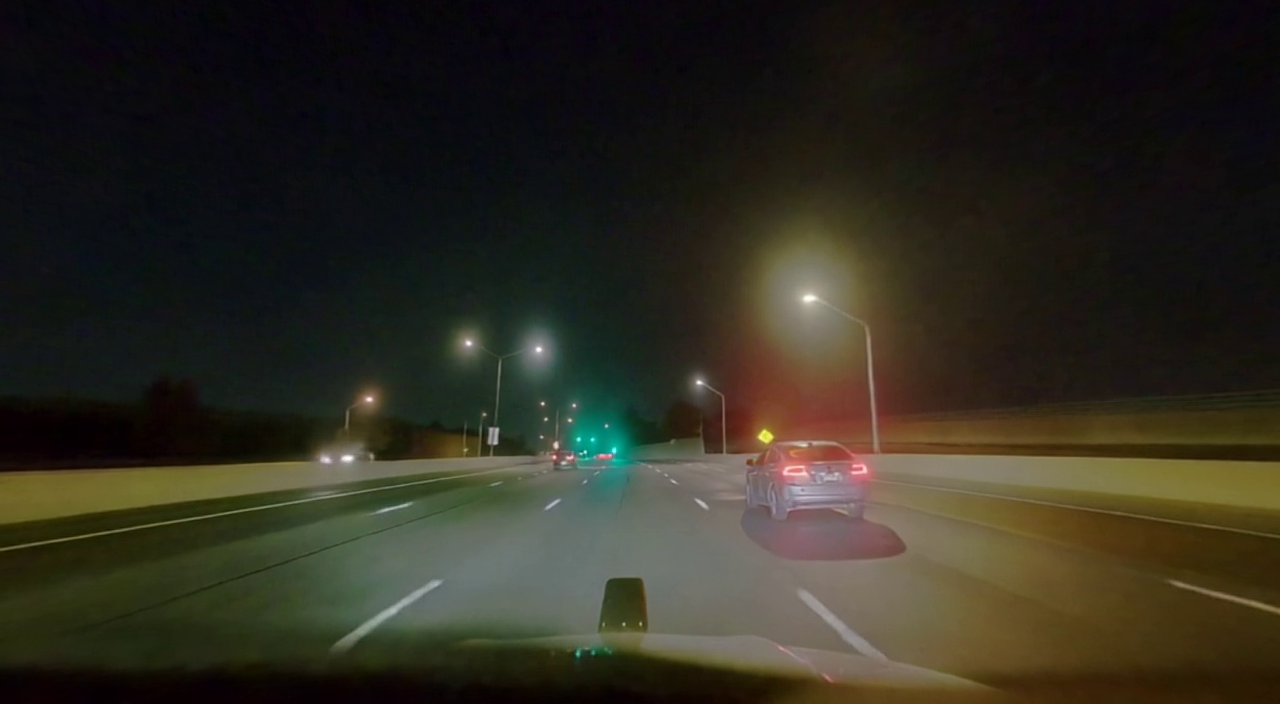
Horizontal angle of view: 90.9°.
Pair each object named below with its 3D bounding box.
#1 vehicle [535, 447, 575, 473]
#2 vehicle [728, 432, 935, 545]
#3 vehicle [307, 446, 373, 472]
[{"bbox_3d":[-5.201,6.671,39.154,2.014,1.481,4.156,0,-8,-2],"label":"vehicle"},{"bbox_3d":[2.948,2.209,11.022,2.030,1.490,4.737,0,-8,-1],"label":"vehicle"},{"bbox_3d":[-18.449,6.587,39.054,1.907,1.481,4.498,-1,-8,0],"label":"vehicle"}]
